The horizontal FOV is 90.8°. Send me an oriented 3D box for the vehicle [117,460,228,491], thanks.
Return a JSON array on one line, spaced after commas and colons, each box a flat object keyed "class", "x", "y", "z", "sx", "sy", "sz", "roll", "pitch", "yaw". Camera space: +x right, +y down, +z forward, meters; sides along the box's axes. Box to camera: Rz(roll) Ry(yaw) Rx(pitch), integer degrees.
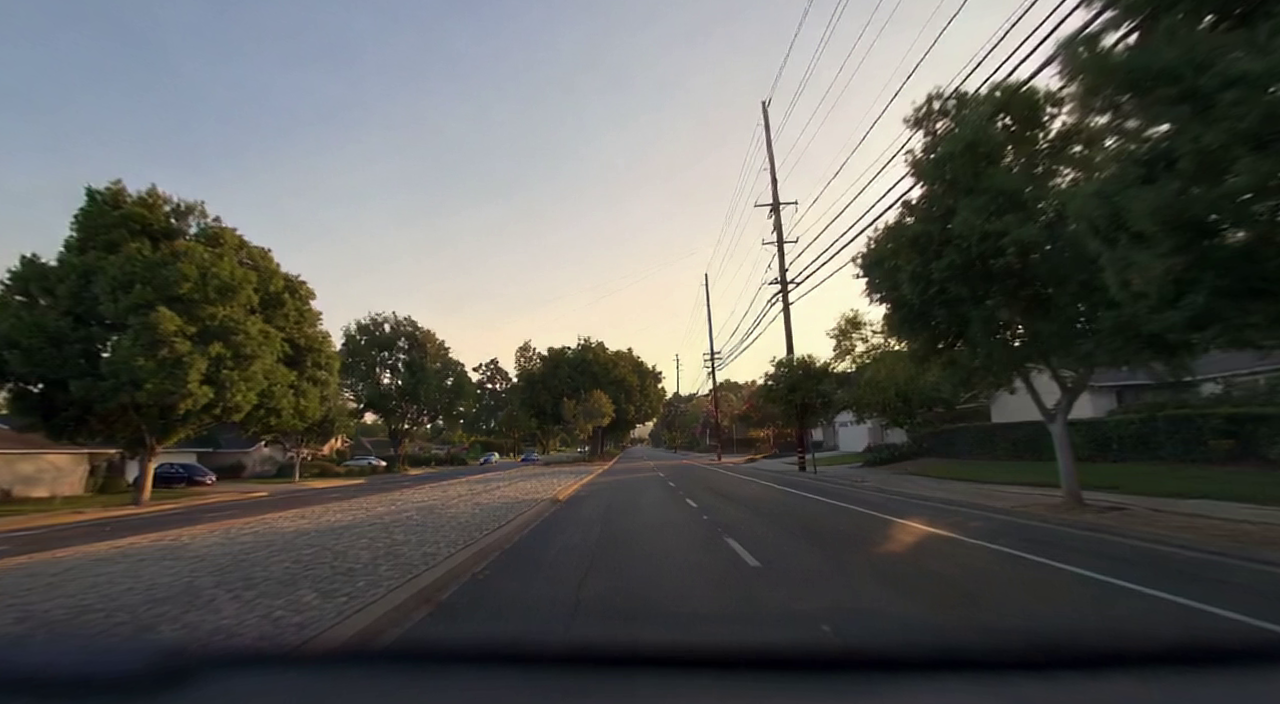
[{"class": "vehicle", "x": -26.999, "y": 7.142, "z": 36.567, "sx": 4.929, "sy": 1.667, "sz": 1.930, "roll": -1, "pitch": -9, "yaw": 2}]
